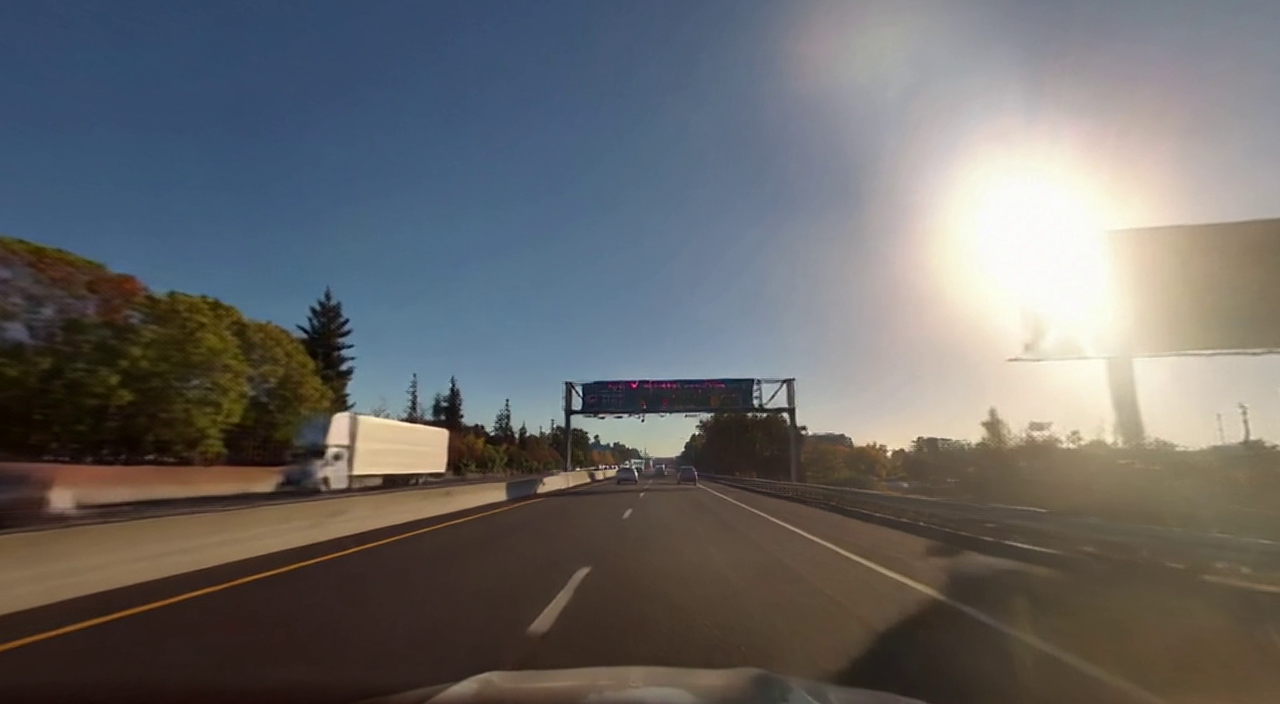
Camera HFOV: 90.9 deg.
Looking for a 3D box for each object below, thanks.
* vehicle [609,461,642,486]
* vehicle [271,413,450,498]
[{"bbox_3d":[-1.023,9.225,47.845,2.160,1.721,4.368,0,-10,3],"label":"vehicle"},{"bbox_3d":[-15.177,6.162,36.679,2.896,3.861,14.932,0,-11,3],"label":"vehicle"}]
